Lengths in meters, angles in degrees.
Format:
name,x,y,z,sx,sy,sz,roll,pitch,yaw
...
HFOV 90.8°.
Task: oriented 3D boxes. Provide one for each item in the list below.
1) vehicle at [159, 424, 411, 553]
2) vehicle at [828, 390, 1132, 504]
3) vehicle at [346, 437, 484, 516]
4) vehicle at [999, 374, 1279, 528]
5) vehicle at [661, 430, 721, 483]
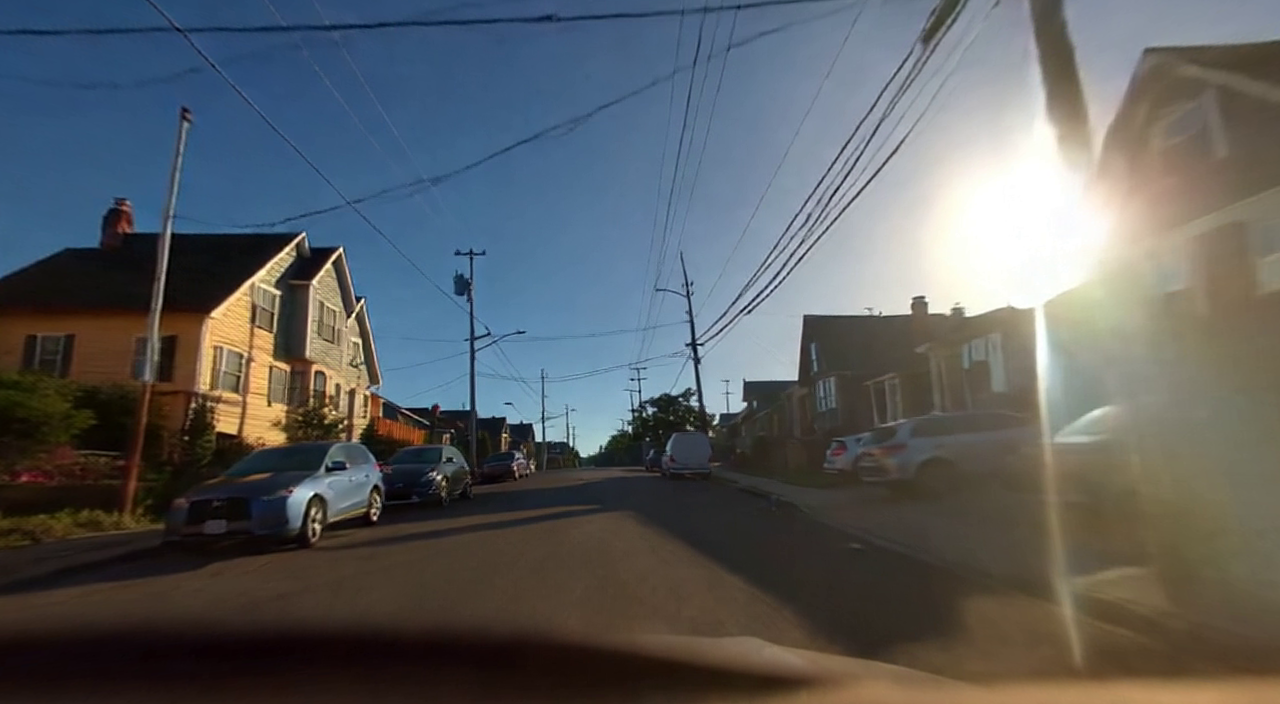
name,x,y,z,sx,sy,sz,roll,pitch,yaw
vehicle,-5.361,2.036,10.287,1.967,1.656,3.924,1,-7,-3
vehicle,7.515,2.168,14.418,5.615,1.787,2.014,-6,-9,-2
vehicle,-5.206,2.882,15.372,1.960,1.507,4.542,-1,-7,-4
vehicle,7.946,1.325,9.023,4.315,1.736,1.950,-4,-9,-4
vehicle,2.273,4.869,29.638,2.343,2.229,4.199,1,-9,-2
